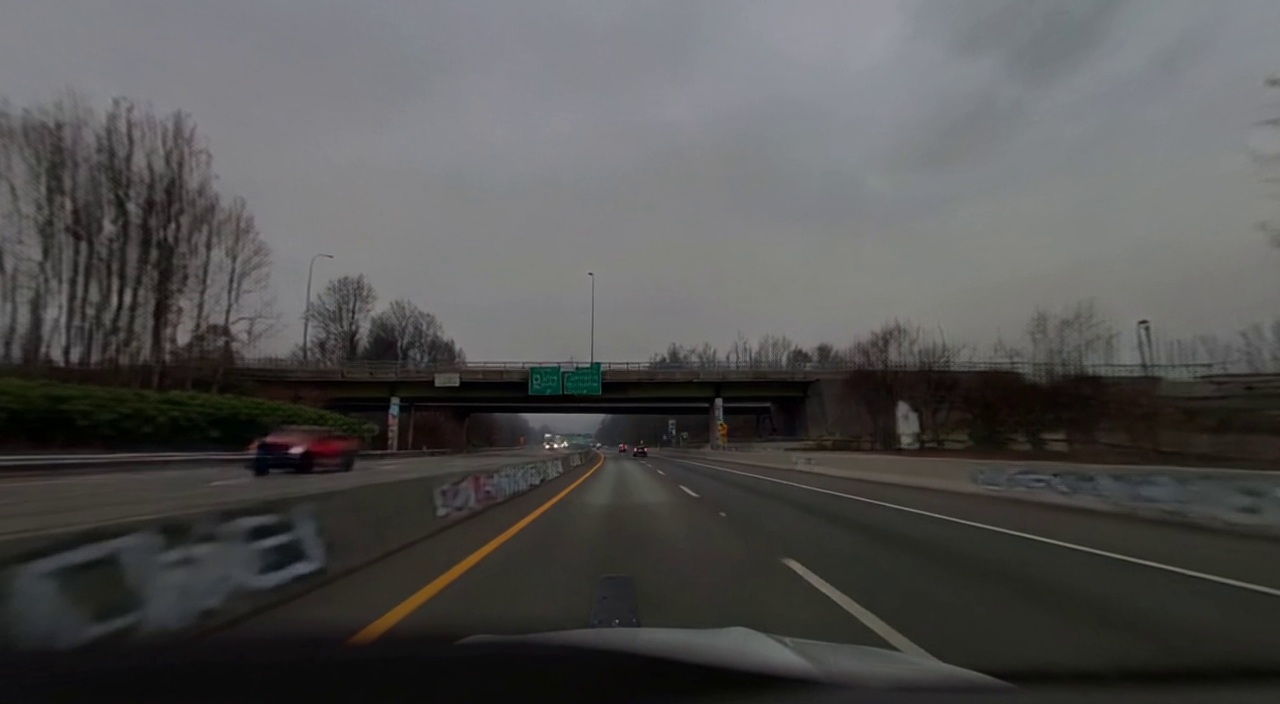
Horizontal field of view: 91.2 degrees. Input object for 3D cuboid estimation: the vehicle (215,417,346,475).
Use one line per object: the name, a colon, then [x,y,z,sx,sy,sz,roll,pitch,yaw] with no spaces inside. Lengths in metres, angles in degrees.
vehicle: [-13.734,3.684,24.426,2.195,1.997,4.907,0,-9,-1]
